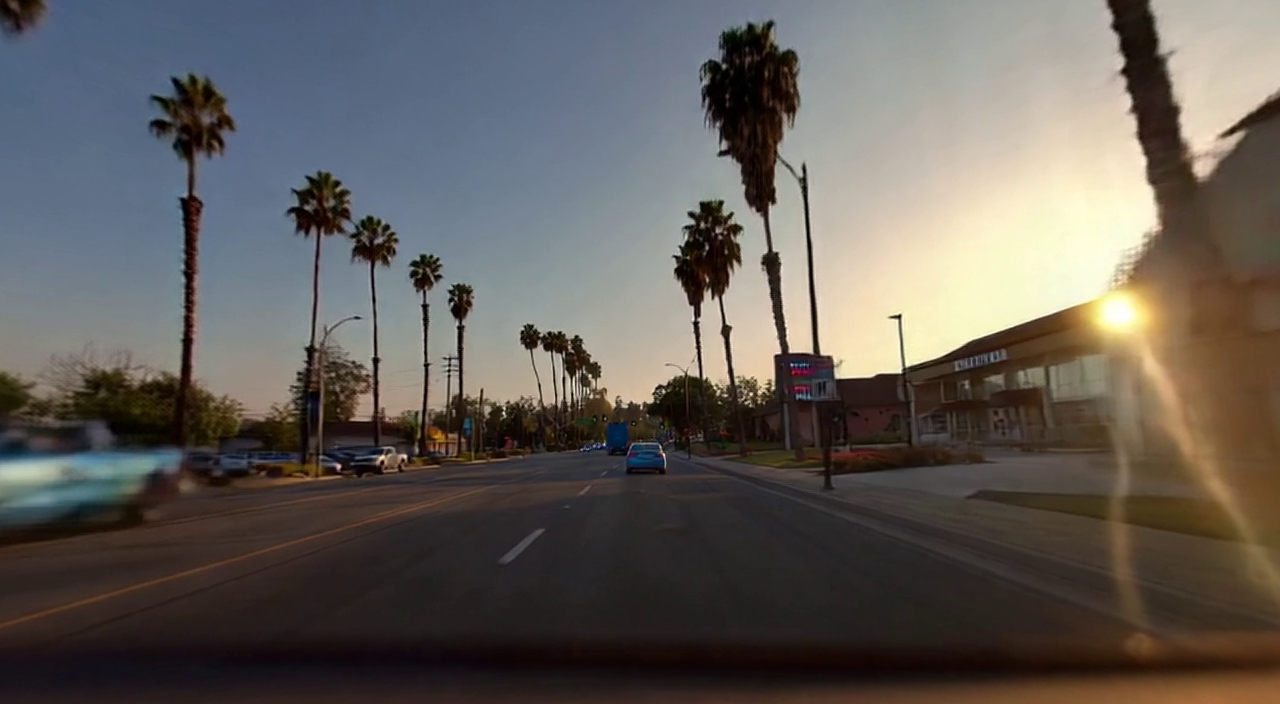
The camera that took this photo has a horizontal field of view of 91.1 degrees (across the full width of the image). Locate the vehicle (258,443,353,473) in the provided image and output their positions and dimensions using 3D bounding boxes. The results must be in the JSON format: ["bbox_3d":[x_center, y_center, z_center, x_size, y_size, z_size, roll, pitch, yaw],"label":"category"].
[{"bbox_3d":[-22.151,7.053,41.747,4.961,1.894,2.256,0,-9,-1],"label":"vehicle"}]

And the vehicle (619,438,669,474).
[{"bbox_3d":[0.140,4.741,28.678,2.144,1.514,4.063,0,-9,-1],"label":"vehicle"}]

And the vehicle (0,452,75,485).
[{"bbox_3d":[-35.167,6.705,36.437,4.646,1.779,2.085,-5,-10,31],"label":"vehicle"}]

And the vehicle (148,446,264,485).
[{"bbox_3d":[-22.893,5.968,33.234,4.672,1.665,1.957,-3,-7,-2],"label":"vehicle"}]

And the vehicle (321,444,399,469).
[{"bbox_3d":[-21.413,8.001,48.203,4.979,1.893,2.084,0,-9,-2],"label":"vehicle"}]

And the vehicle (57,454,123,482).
[{"bbox_3d":[-34.963,7.324,39.841,4.157,1.639,1.955,-6,-10,33],"label":"vehicle"}]
